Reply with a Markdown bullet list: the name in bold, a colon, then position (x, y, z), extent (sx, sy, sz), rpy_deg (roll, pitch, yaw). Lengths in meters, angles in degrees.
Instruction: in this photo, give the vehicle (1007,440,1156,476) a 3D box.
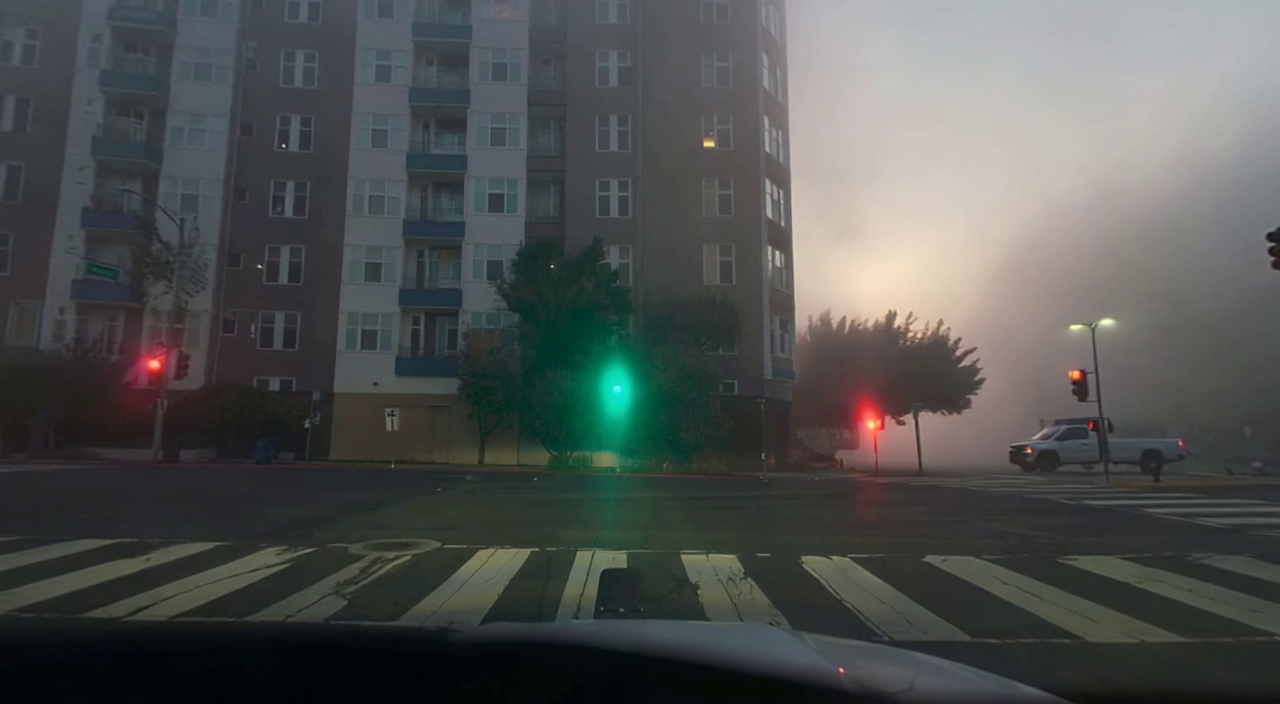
- **vehicle**: position (18.580, 4.463, 26.687), extent (4.823, 1.458, 1.914), rpy_deg (0, -9, -1)
